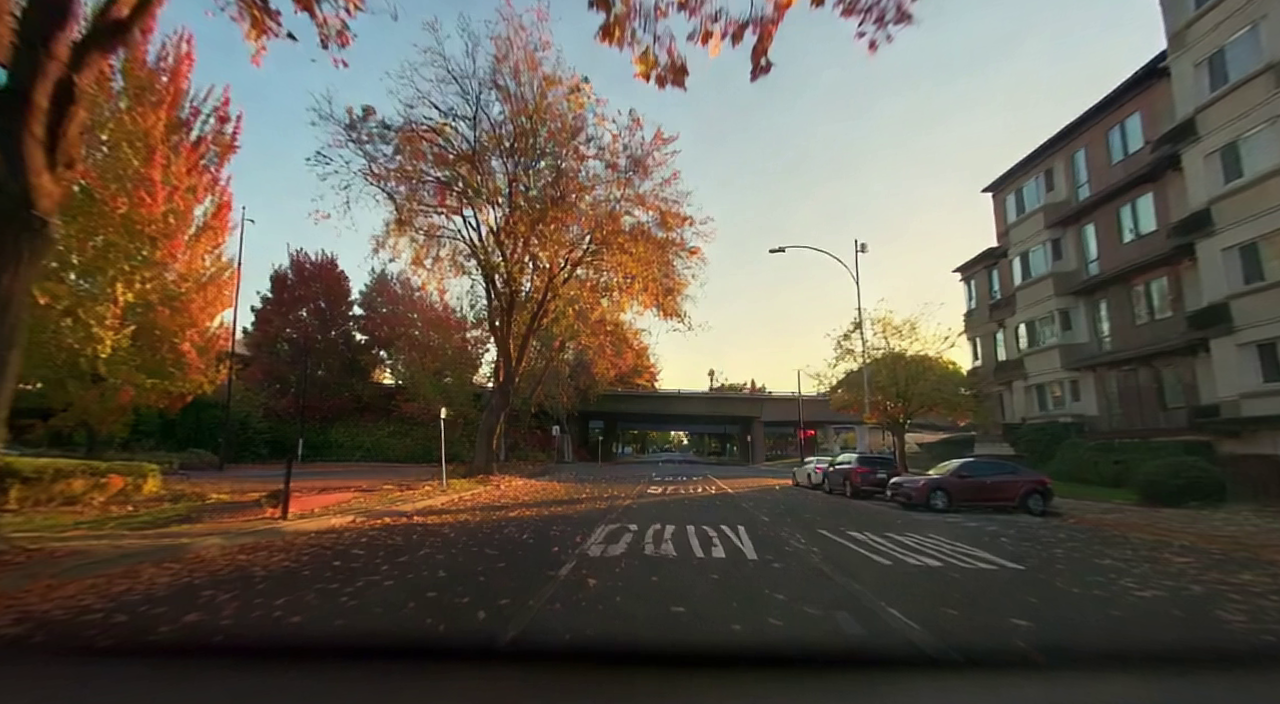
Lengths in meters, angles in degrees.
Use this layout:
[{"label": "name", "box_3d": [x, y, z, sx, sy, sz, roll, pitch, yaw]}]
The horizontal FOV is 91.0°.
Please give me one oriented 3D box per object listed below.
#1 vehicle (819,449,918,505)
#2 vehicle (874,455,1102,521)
[{"label": "vehicle", "box_3d": [7.644, 4.178, 21.605, 1.954, 1.657, 4.522, 0, -9, 4]}, {"label": "vehicle", "box_3d": [9.063, 3.562, 16.793, 4.775, 1.542, 2.145, 0, -9, 1]}]
